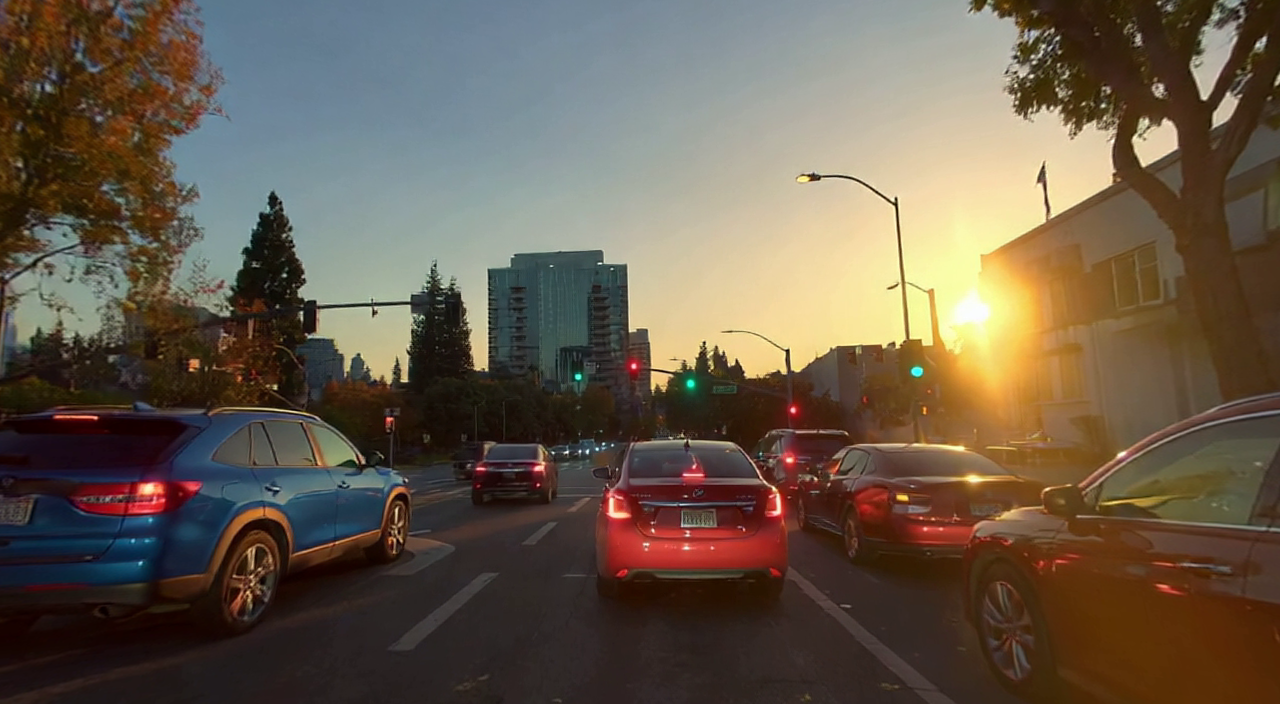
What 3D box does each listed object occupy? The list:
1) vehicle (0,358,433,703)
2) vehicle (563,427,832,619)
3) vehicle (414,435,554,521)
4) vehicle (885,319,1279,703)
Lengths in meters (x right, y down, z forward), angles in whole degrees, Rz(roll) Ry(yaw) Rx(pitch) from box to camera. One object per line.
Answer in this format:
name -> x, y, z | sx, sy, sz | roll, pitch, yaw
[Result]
vehicle -> -3.470, 1.222, 5.283 | 1.889, 1.767, 4.289 | 0, -8, 1
vehicle -> 0.435, 1.606, 6.839 | 2.051, 1.460, 3.932 | 0, -8, 0
vehicle -> -3.079, 2.566, 13.318 | 1.868, 1.516, 4.114 | 0, -8, 0
vehicle -> 3.041, 0.921, 3.051 | 1.880, 1.747, 4.500 | 0, -8, 0
